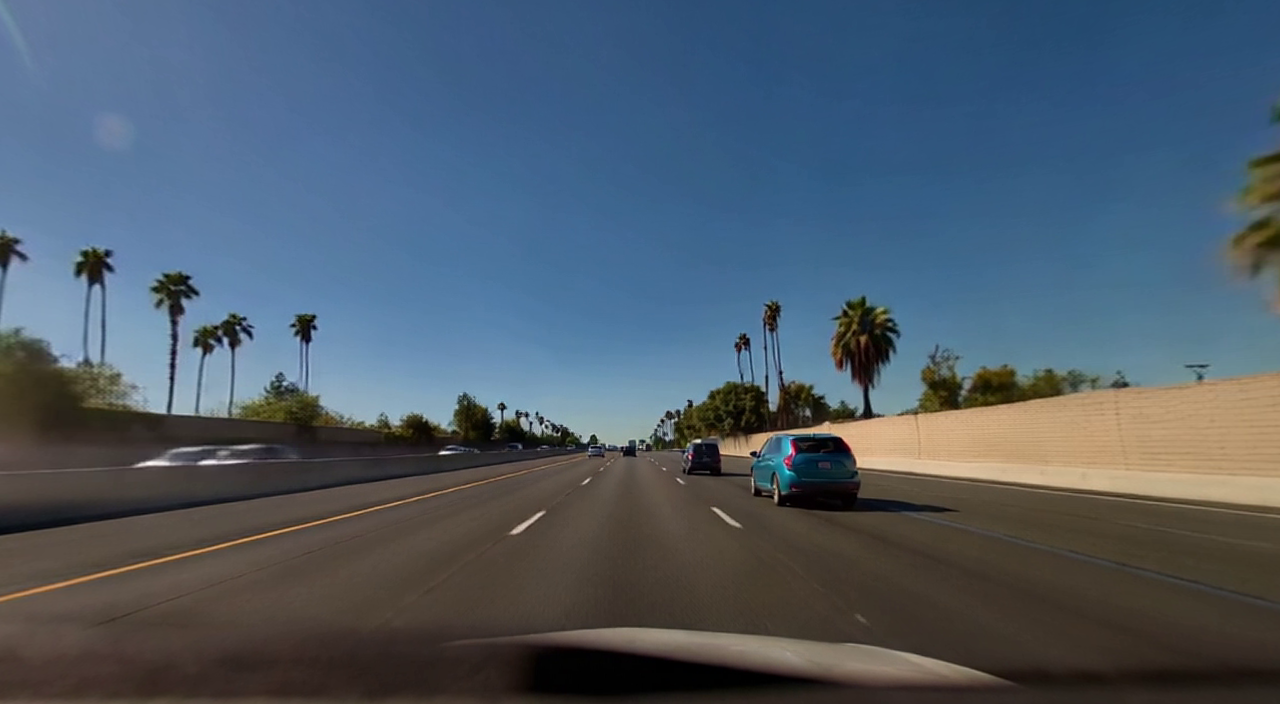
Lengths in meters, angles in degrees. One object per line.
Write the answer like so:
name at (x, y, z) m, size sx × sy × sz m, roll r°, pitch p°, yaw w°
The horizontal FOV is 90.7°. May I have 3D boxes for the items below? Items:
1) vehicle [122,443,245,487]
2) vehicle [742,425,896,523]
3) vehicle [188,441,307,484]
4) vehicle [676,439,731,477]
vehicle at (-20.062, 4.938, 28.120) m, size 2.003 × 1.762 × 4.668 m, roll 0°, pitch -9°, yaw -1°
vehicle at (3.477, 2.444, 13.229) m, size 1.910 × 1.696 × 4.187 m, roll 0°, pitch -9°, yaw -1°
vehicle at (-16.223, 4.571, 26.526) m, size 2.013 × 1.624 × 4.630 m, roll 0°, pitch -9°, yaw 0°
vehicle at (2.954, 5.064, 30.468) m, size 2.045 × 1.688 × 4.313 m, roll 0°, pitch -9°, yaw -2°
